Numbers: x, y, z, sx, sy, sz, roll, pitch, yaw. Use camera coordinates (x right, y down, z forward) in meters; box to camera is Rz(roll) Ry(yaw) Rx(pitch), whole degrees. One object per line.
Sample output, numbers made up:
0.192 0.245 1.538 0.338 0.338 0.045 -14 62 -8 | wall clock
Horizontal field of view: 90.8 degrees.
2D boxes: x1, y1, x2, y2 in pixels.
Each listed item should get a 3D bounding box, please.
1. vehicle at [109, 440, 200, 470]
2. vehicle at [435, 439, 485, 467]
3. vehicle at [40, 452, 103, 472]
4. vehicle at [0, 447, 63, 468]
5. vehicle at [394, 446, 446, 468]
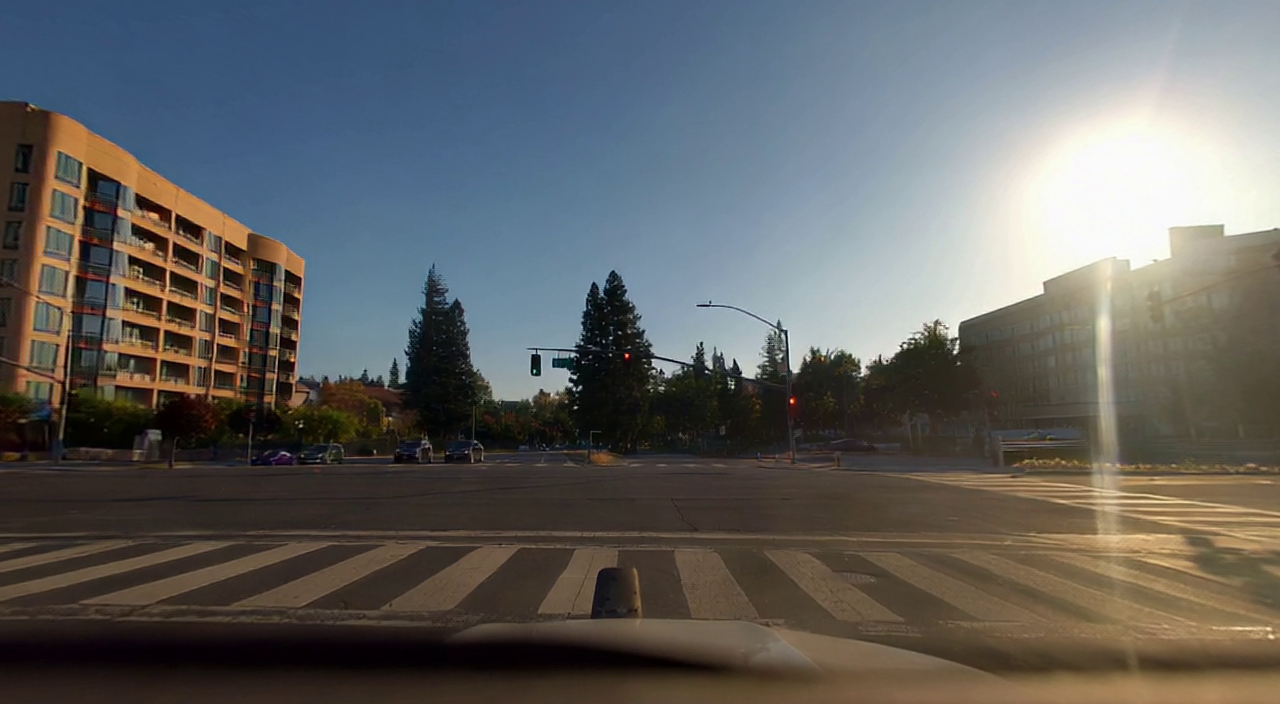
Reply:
-34.915 7.412 45.725 2.204 1.955 5.518 0 -8 0 | vehicle
-11.983 6.759 42.338 2.080 1.763 4.341 0 -8 0 | vehicle
-41.606 8.024 46.316 1.552 1.339 3.340 -1 -8 -1 | vehicle
-45.275 7.759 46.596 1.858 1.467 3.624 0 -8 0 | vehicle
-15.511 7.424 44.805 2.056 1.450 4.343 0 -8 0 | vehicle
